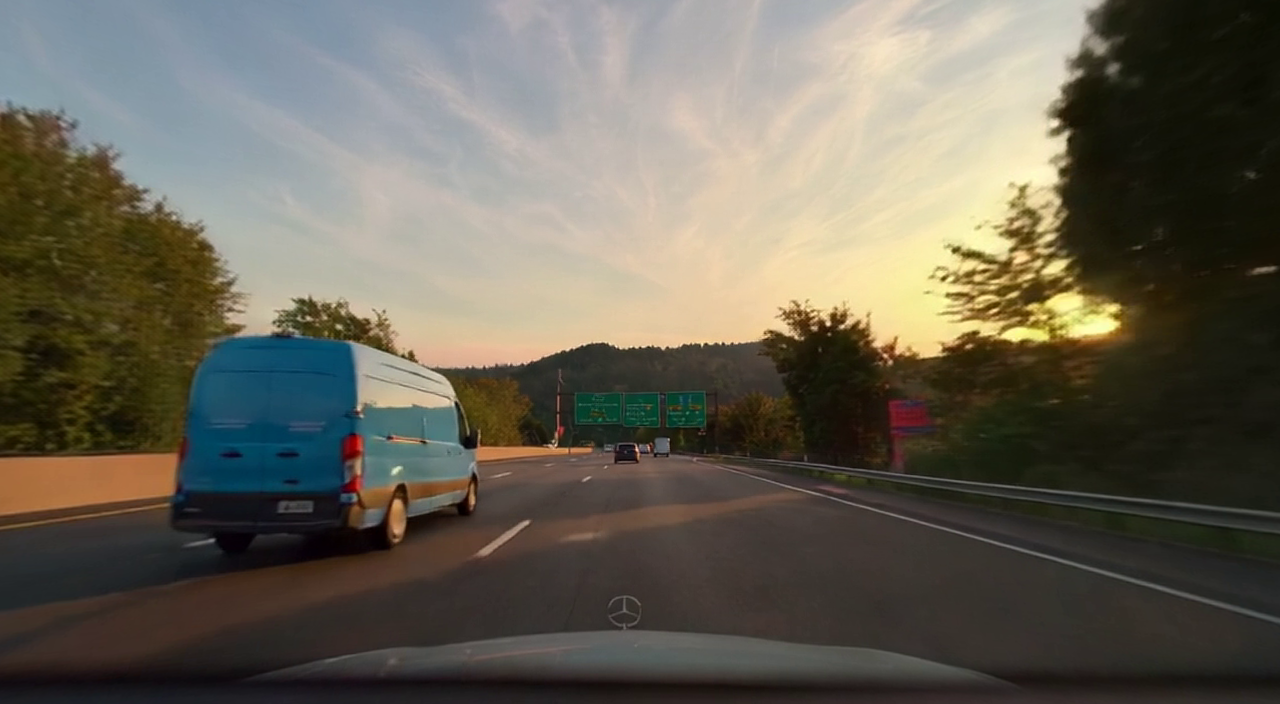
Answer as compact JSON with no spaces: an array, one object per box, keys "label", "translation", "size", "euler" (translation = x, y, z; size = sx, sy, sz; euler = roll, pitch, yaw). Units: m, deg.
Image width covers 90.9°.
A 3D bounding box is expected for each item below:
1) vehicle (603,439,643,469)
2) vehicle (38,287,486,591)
[{"label":"vehicle","translation":[-0.940,6.078,37.618],"size":[2.183,1.662,3.968],"euler":[0,-9,1]},{"label":"vehicle","translation":[-4.094,1.190,8.692],"size":[2.382,2.736,5.982],"euler":[0,-9,0]}]
